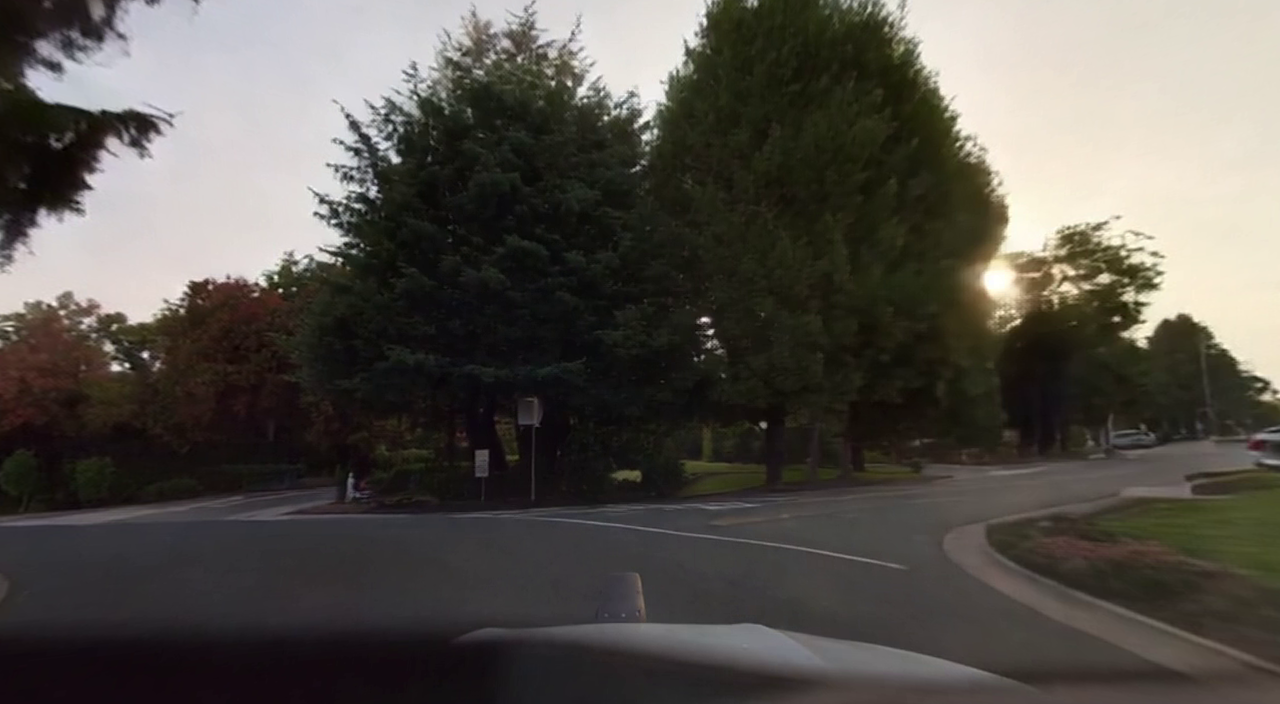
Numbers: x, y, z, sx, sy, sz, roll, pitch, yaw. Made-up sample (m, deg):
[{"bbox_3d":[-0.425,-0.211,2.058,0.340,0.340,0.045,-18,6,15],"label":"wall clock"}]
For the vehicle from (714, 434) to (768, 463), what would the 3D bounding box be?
[{"bbox_3d":[5.630,5.421,35.407,1.802,1.548,3.501,3,-9,-12],"label":"vehicle"}]
